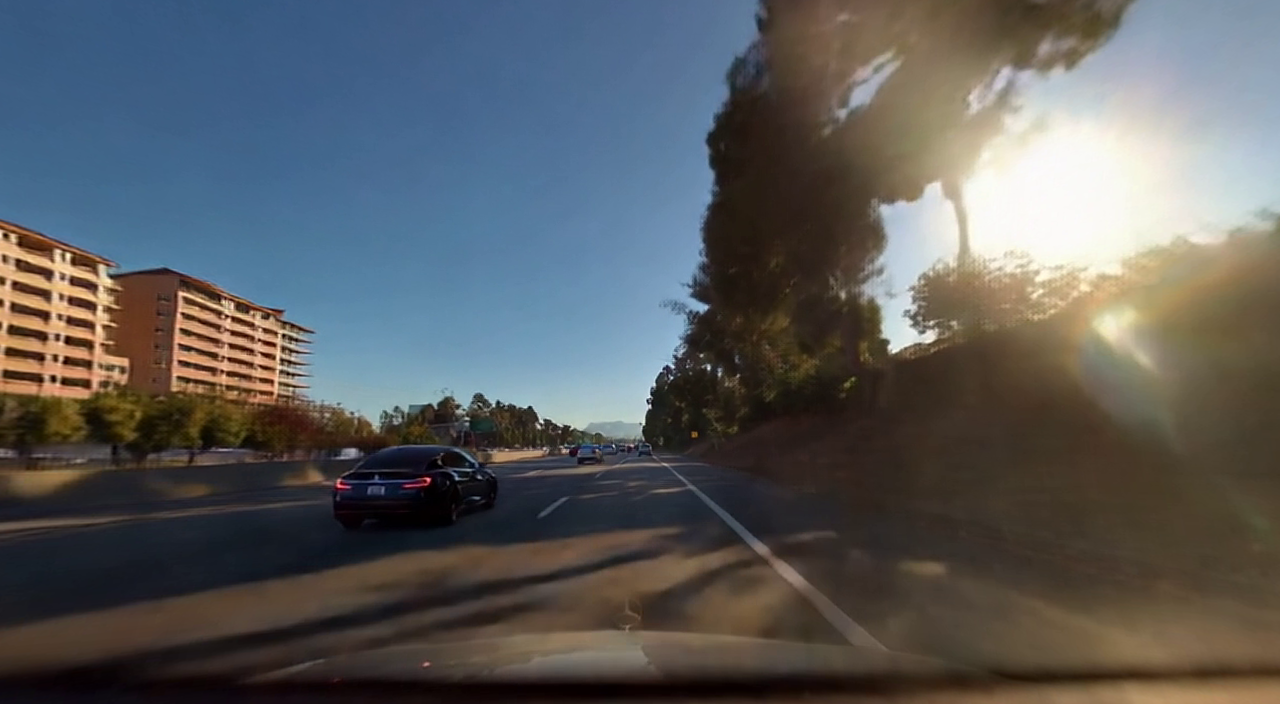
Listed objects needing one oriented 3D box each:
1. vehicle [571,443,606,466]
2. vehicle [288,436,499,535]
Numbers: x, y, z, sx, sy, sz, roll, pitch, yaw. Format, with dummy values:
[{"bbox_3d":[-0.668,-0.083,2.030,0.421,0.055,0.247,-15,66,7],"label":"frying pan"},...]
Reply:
[{"bbox_3d":[-3.359,6.806,42.131,1.926,1.464,4.186,0,-8,1],"label":"vehicle"},{"bbox_3d":[-4.173,2.313,11.641,2.083,1.471,4.350,0,-8,1],"label":"vehicle"}]
